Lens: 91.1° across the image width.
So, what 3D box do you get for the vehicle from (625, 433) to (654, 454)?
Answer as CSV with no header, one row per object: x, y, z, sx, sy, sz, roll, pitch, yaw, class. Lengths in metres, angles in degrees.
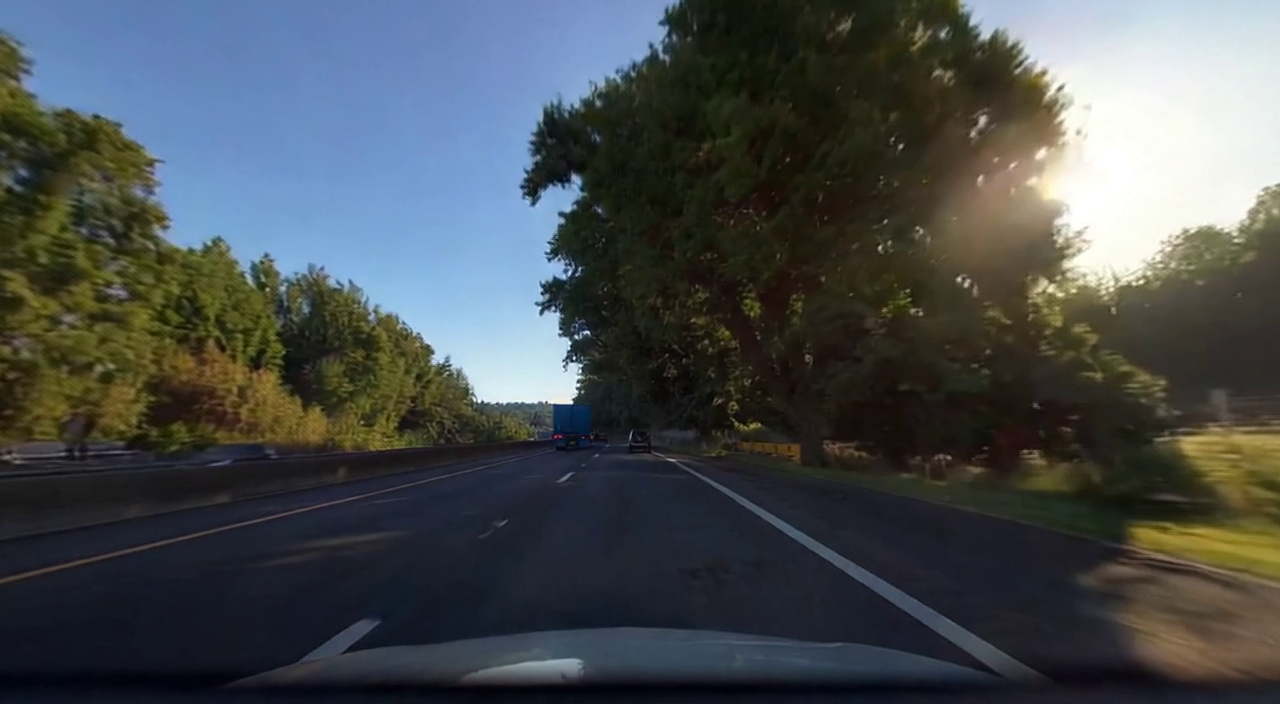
-0.093,6.620,45.604,1.988,1.472,3.716,0,-8,-1,vehicle

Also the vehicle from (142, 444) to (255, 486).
-16.798,4.283,24.133,1.654,1.408,3.685,0,-8,0,vehicle

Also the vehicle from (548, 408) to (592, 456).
-4.856,5.699,44.704,2.450,3.098,6.965,0,-8,-1,vehicle
